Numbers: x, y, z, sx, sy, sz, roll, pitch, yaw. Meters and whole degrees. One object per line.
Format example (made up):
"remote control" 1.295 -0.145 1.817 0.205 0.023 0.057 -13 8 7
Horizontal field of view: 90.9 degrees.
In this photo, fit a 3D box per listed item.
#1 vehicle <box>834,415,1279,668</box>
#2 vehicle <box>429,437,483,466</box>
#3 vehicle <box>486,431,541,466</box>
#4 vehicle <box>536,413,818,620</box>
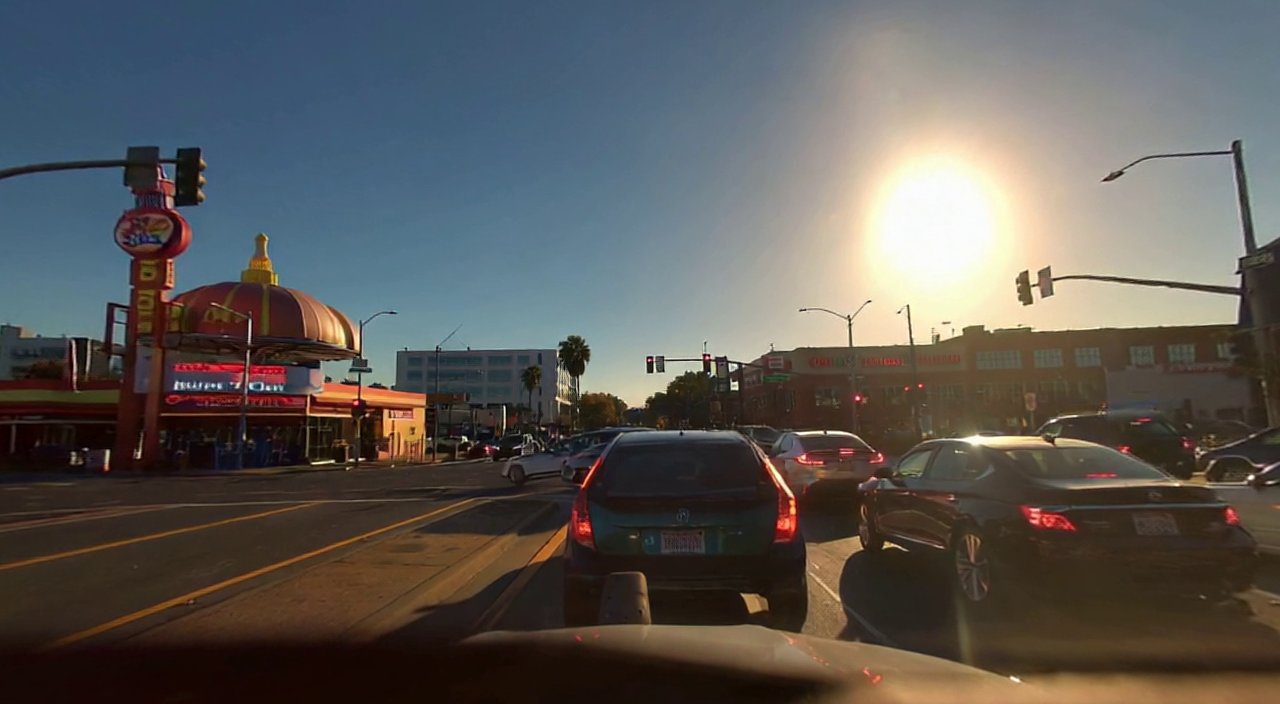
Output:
"vehicle" 3.511 1.447 6.032 1.883 1.480 4.489 0 -8 0
"vehicle" -12.101 6.574 41.799 2.122 1.829 4.559 0 -8 0
"vehicle" -8.799 6.718 44.576 2.710 2.022 5.889 -2 -5 0
"vehicle" 0.217 1.494 6.653 2.073 1.496 3.892 0 -8 -2
